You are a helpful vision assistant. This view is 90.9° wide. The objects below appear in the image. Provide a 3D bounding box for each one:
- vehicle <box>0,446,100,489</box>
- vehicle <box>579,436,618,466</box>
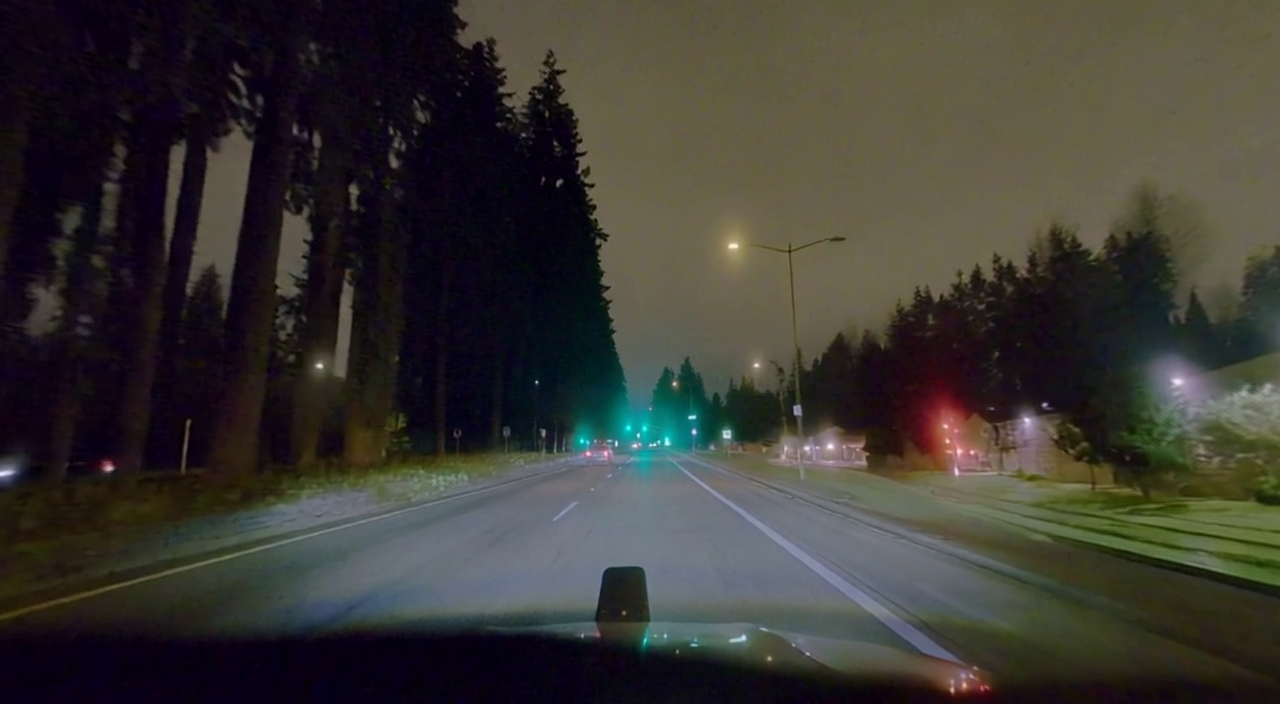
[{"bbox_3d":[-23.576,4.337,23.993,1.848,1.520,4.593,-1,-8,1],"label":"vehicle"},{"bbox_3d":[-2.485,6.066,38.679,2.016,1.694,4.335,-1,-8,1],"label":"vehicle"}]
